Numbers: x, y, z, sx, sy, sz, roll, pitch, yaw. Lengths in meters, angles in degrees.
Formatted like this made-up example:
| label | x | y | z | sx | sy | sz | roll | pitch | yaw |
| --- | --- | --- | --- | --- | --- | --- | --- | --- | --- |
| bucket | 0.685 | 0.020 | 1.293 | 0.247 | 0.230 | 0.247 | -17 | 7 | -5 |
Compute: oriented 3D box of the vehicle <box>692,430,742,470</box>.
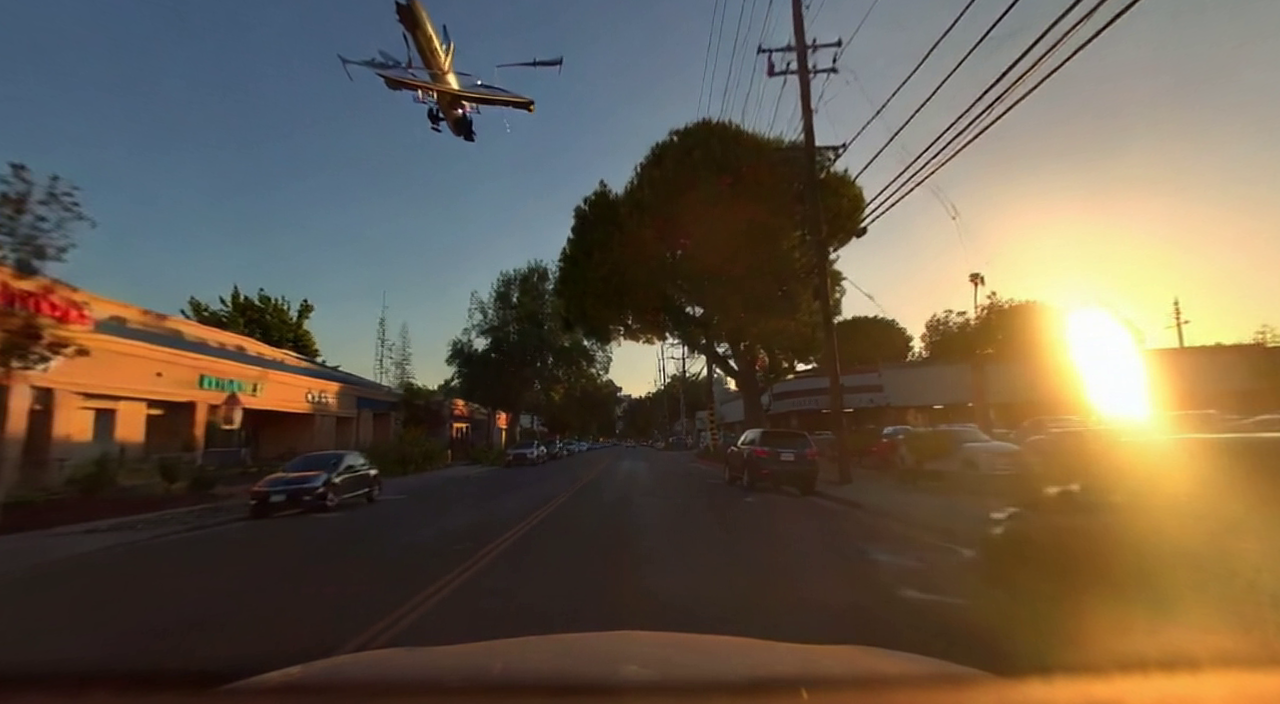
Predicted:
| label | x | y | z | sx | sy | sz | roll | pitch | yaw |
| --- | --- | --- | --- | --- | --- | --- | --- | --- | --- |
| vehicle | 3.961 | 5.129 | 33.317 | 2.011 | 1.902 | 4.763 | -1 | -8 | 0 |

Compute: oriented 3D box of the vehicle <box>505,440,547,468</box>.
| label | x | y | z | sx | sy | sz | roll | pitch | yaw |
| --- | --- | --- | --- | --- | --- | --- | --- | --- | --- |
| vehicle | -7.823 | 6.996 | 43.649 | 1.992 | 1.676 | 4.429 | -4 | -8 | 0 |

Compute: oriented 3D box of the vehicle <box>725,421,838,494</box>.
| label | x | y | z | sx | sy | sz | roll | pitch | yaw |
| --- | --- | --- | --- | --- | --- | --- | --- | --- | --- |
| vehicle | 4.035 | 3.108 | 18.988 | 2.080 | 1.893 | 4.699 | 0 | -8 | -3 |

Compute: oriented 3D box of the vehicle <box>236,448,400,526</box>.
| label | x | y | z | sx | sy | sz | roll | pitch | yaw |
| --- | --- | --- | --- | --- | --- | --- | --- | --- | --- |
| vehicle | -7.758 | 3.224 | 15.764 | 1.872 | 1.455 | 4.350 | -4 | -8 | -1 |

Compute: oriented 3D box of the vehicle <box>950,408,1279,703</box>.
| label | x | y | z | sx | sy | sz | roll | pitch | yaw |
| --- | --- | --- | --- | --- | --- | --- | --- | --- | --- |
| vehicle | 3.667 | 1.047 | 3.032 | 1.990 | 1.521 | 4.693 | -1 | -8 | 0 |
